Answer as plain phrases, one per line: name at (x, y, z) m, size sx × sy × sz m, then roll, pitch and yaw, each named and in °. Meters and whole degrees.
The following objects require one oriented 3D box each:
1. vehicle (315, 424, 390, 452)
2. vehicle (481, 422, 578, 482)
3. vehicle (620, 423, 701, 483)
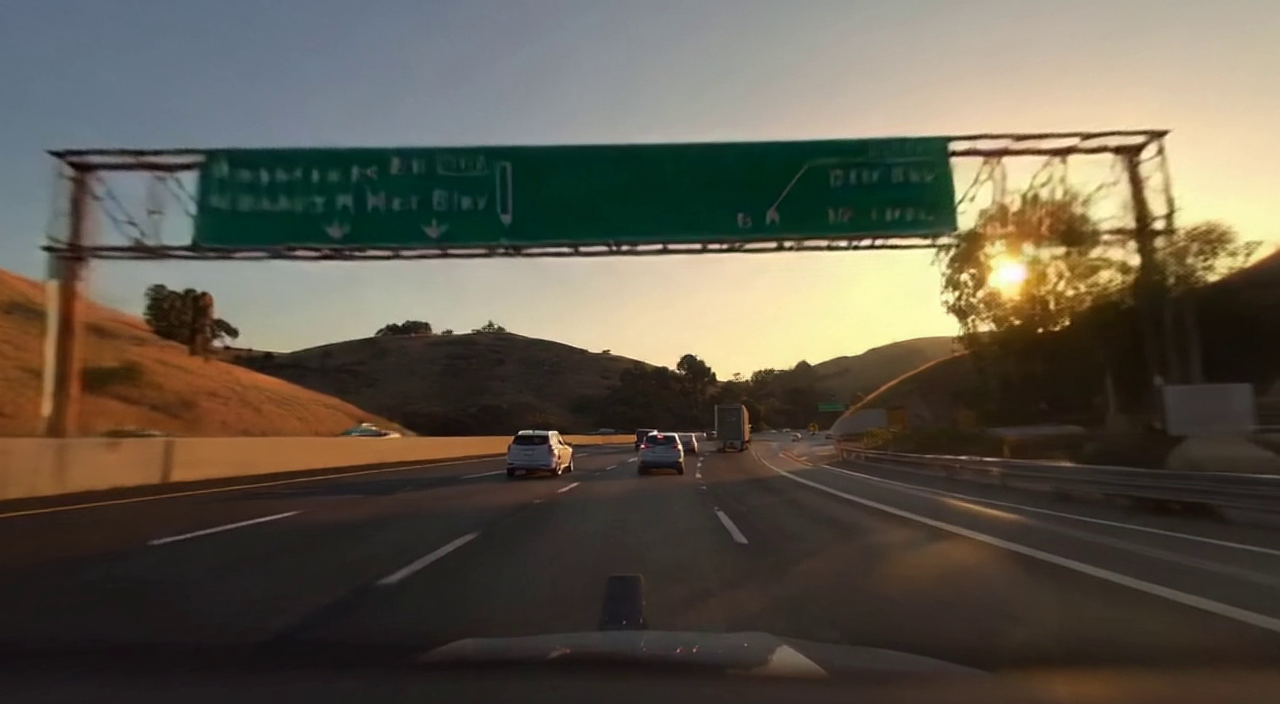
vehicle at (-19.151, 5.806, 42.331) m, size 2.302 × 1.711 × 4.966 m, roll -1°, pitch -8°, yaw 6°
vehicle at (-3.426, 3.235, 20.530) m, size 2.077 × 1.712 × 4.406 m, roll -1°, pitch -8°, yaw 4°
vehicle at (0.787, 3.440, 21.672) m, size 2.484 × 1.820 × 4.497 m, roll -1°, pitch -8°, yaw 4°
